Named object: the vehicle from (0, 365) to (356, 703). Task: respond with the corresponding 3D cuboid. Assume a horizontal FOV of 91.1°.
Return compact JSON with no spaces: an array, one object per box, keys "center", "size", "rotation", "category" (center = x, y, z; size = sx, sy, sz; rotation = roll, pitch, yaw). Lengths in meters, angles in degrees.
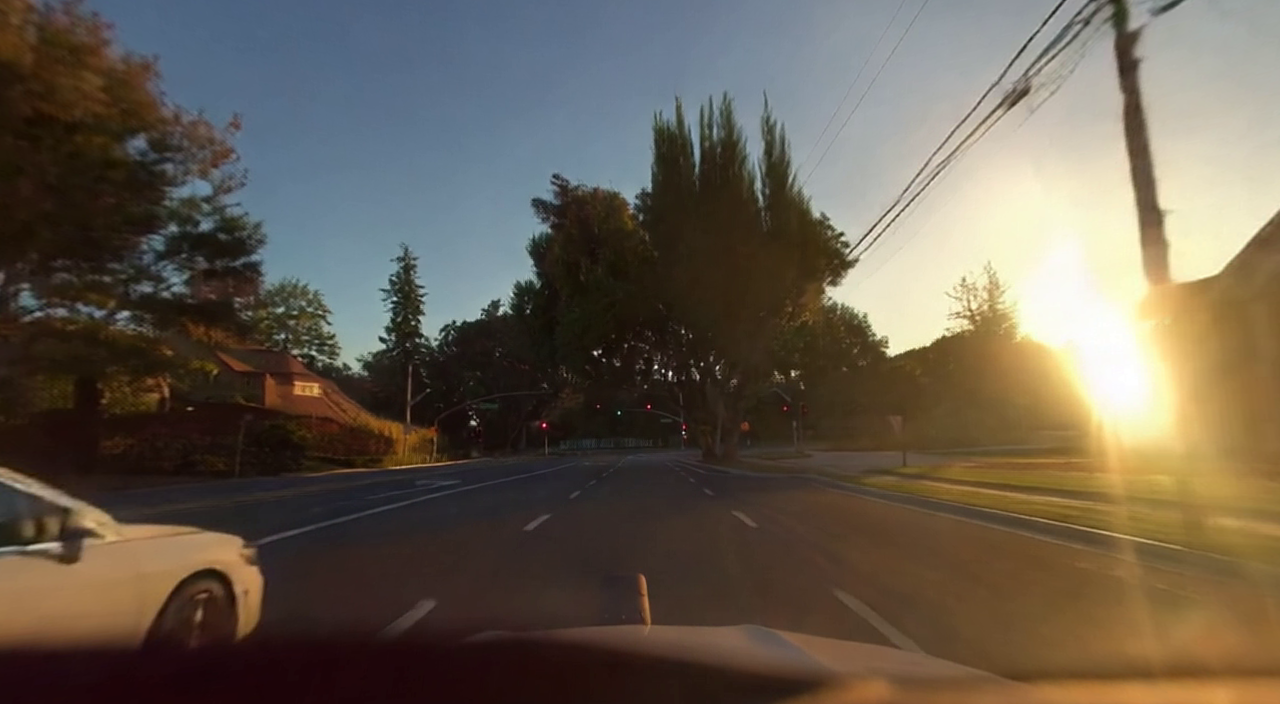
[{"center":[-3.334,0.858,2.358],"size":[2.139,1.564,4.901],"rotation":[0,-8,1],"category":"vehicle"}]
